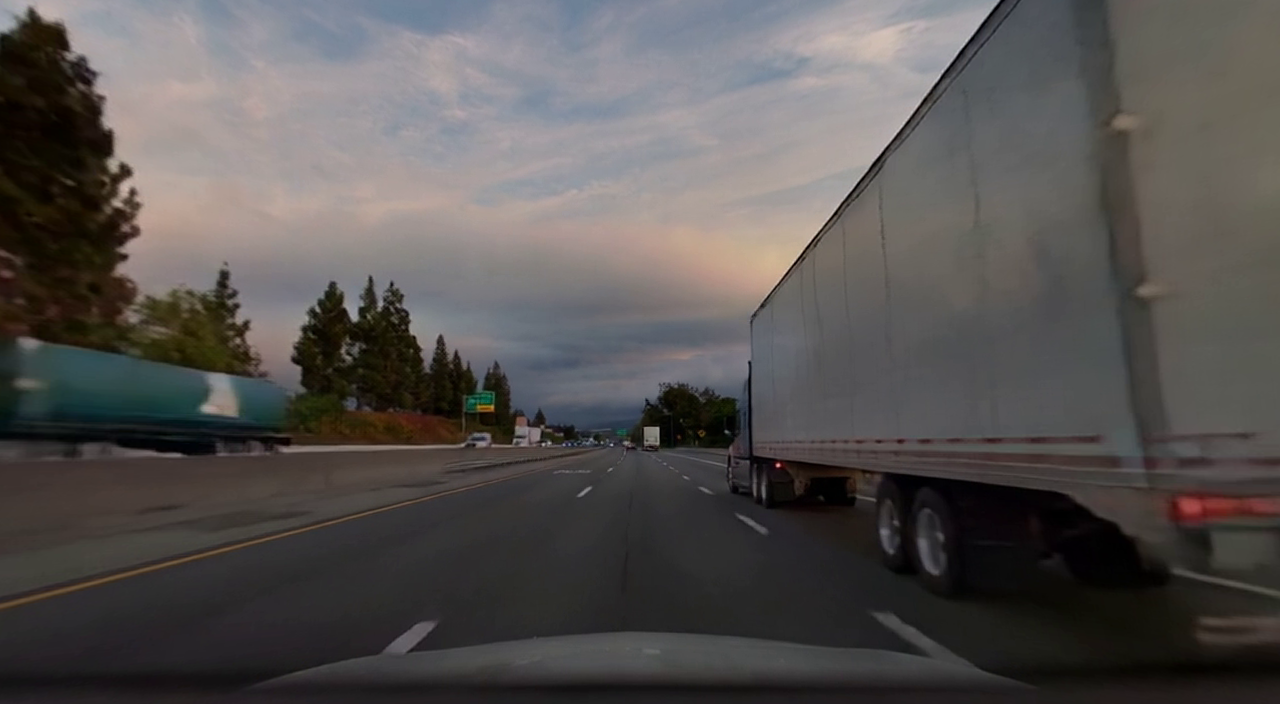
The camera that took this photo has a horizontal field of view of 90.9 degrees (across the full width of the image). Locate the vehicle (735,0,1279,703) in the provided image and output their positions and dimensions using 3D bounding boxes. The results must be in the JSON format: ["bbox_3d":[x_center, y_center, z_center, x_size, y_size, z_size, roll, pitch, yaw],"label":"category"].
[{"bbox_3d":[4.230,0.608,9.970,3.323,4.262,14.056,0,-9,0],"label":"vehicle"}]

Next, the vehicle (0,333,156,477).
[{"bbox_3d":[-15.406,1.227,14.327,2.626,3.136,7.570,0,-9,1],"label":"vehicle"}]

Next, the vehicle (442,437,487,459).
[{"bbox_3d":[-12.438,6.821,44.877,1.940,1.489,4.258,0,-9,0],"label":"vehicle"}]
